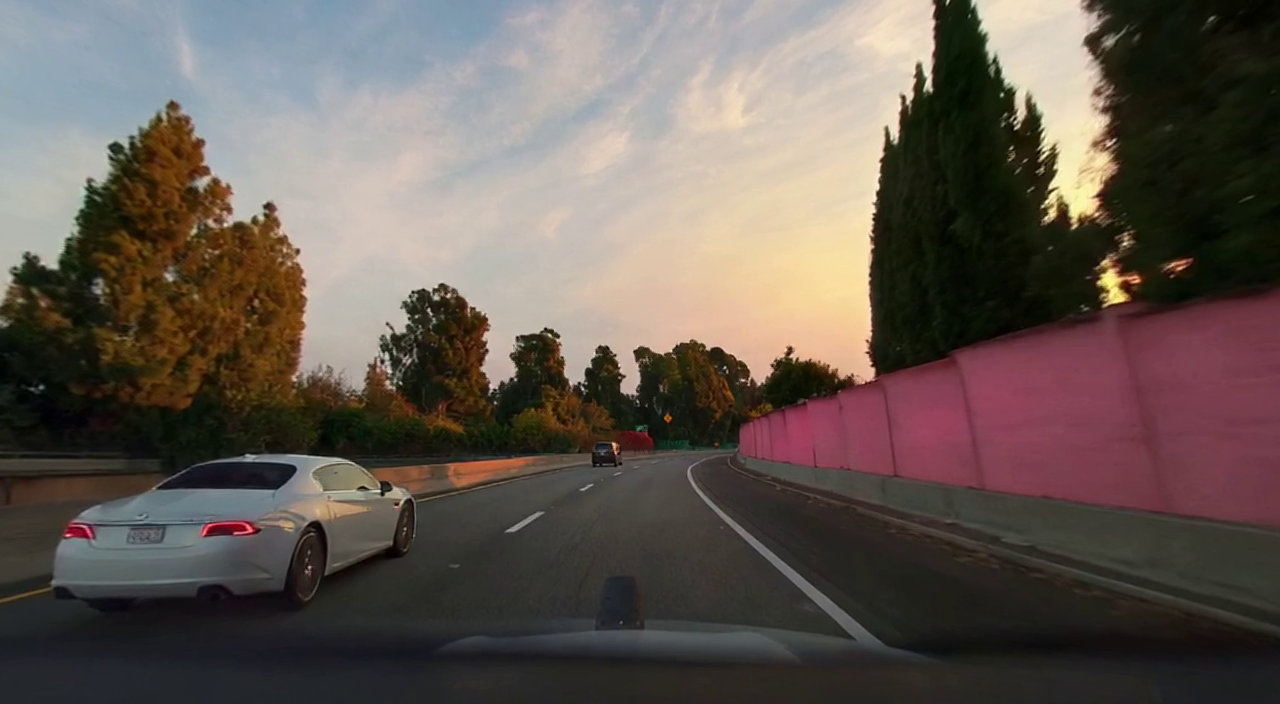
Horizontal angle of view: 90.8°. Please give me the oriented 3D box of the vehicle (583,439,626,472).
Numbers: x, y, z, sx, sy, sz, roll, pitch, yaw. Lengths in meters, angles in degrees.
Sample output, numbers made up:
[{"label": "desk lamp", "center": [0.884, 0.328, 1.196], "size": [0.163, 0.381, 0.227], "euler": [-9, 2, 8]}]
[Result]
[{"label": "vehicle", "center": [-1.923, 5.773, 35.338], "size": [1.833, 1.697, 3.984], "euler": [-1, -9, 5]}]

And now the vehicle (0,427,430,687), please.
[{"label": "vehicle", "center": [-3.532, 1.458, 5.682], "size": [1.746, 1.405, 4.339], "euler": [0, -9, 0]}]
